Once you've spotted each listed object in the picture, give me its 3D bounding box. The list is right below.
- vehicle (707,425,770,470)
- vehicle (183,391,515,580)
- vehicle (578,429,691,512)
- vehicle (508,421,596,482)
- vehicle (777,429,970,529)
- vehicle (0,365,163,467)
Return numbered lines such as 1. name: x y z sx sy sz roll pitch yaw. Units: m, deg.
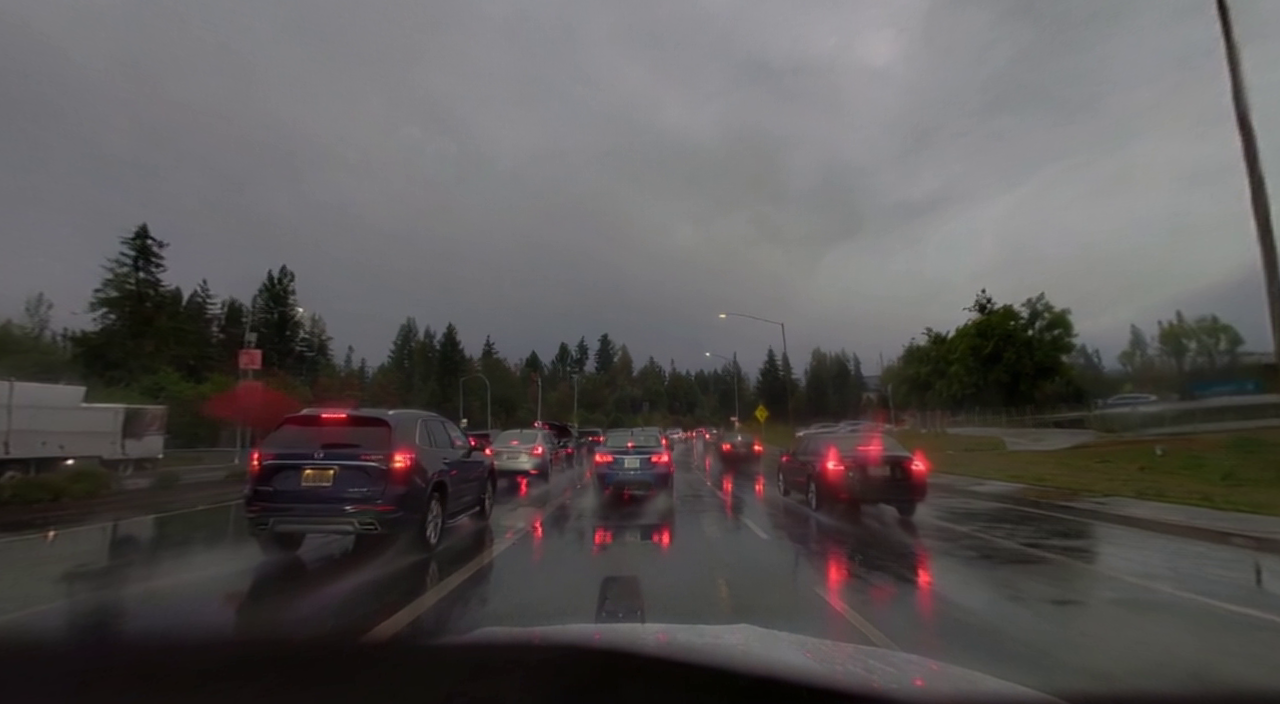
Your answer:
1. vehicle: 4.350 4.301 28.607 2.099 1.845 4.363 0 -8 0
2. vehicle: -3.250 1.625 8.613 2.111 1.745 5.274 0 -8 -1
3. vehicle: -0.078 2.459 13.611 2.030 1.477 4.330 0 -8 1
4. vehicle: -2.828 3.354 21.459 2.218 1.829 4.492 0 -8 2
5. vehicle: 3.905 2.182 11.464 1.884 1.463 4.195 0 -8 0
6. vehicle: -27.818 2.761 26.836 3.181 4.189 14.107 -1 -8 5
